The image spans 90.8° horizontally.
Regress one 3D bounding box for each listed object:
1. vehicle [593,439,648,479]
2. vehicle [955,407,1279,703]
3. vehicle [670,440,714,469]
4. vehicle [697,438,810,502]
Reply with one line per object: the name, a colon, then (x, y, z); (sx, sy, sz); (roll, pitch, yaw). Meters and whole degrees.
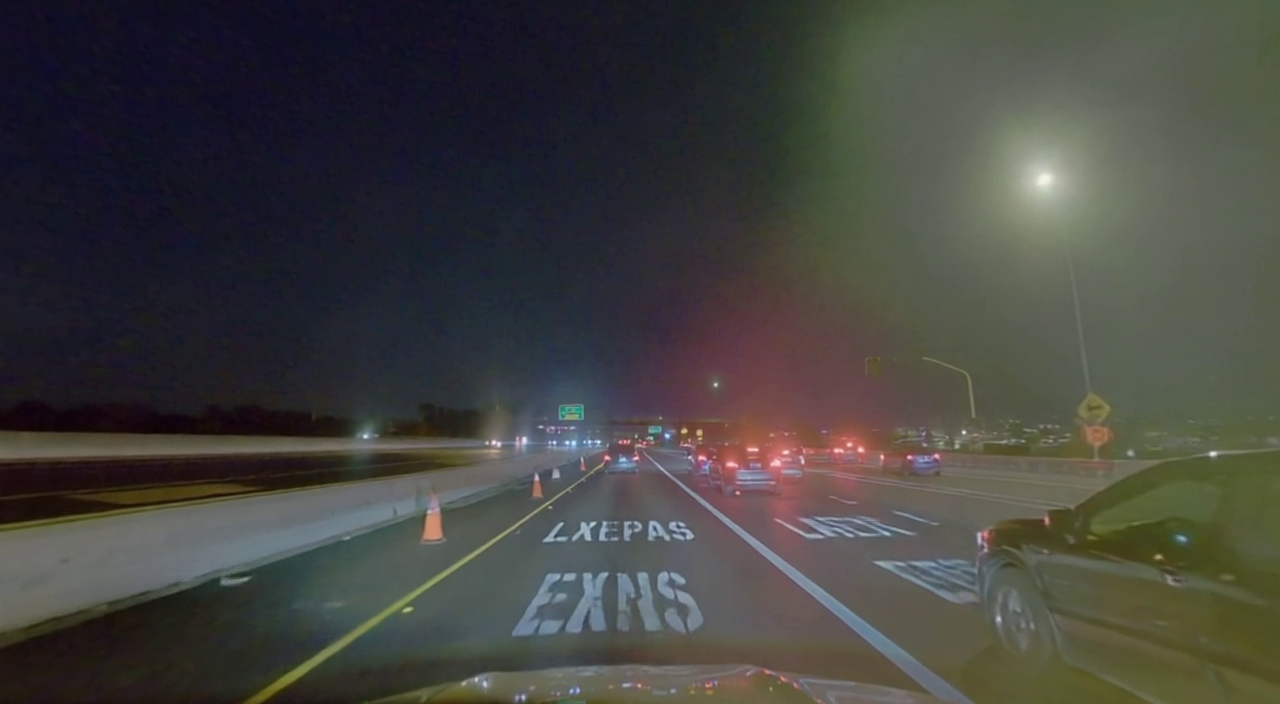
vehicle: (-0.775, 4.377, 26.085); (2.069, 1.470, 4.004); (0, -8, -1)
vehicle: (3.258, 0.937, 2.283); (1.996, 1.455, 4.281); (0, -8, 0)
vehicle: (2.839, 5.756, 35.591); (1.916, 1.487, 4.117); (0, -8, -3)
vehicle: (2.816, 3.044, 16.784); (2.042, 1.460, 4.451); (0, -8, -2)
